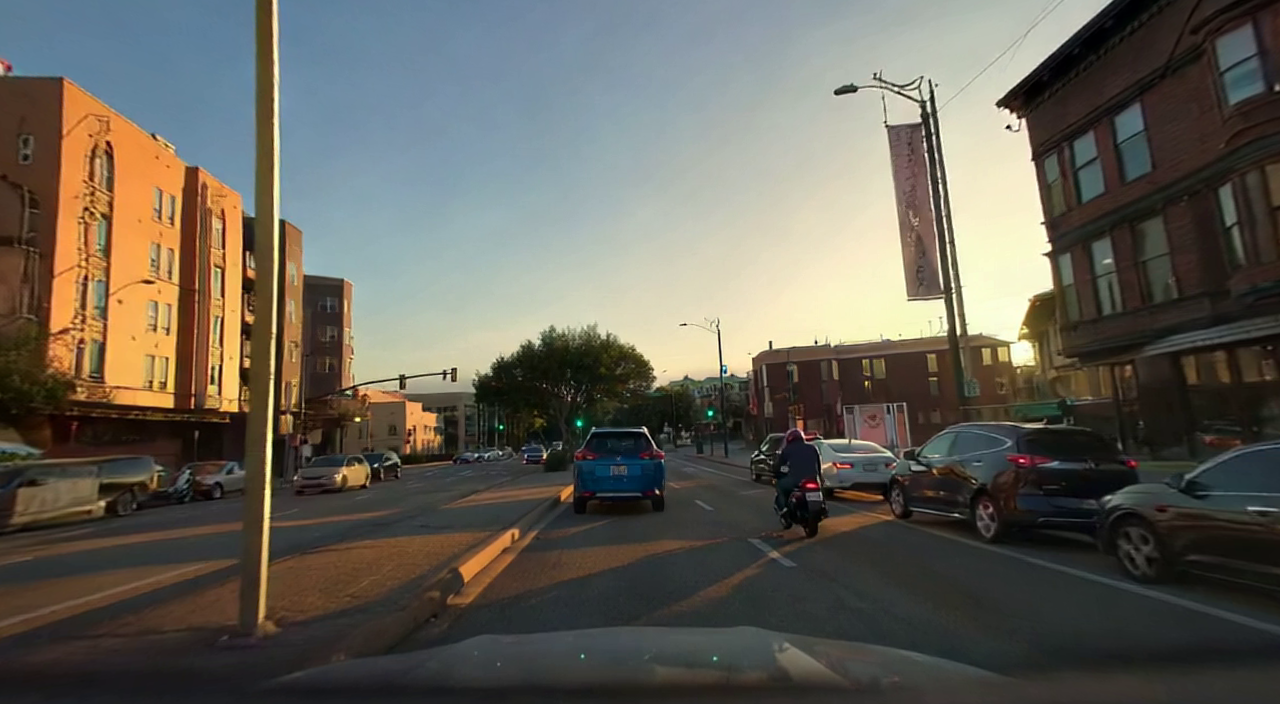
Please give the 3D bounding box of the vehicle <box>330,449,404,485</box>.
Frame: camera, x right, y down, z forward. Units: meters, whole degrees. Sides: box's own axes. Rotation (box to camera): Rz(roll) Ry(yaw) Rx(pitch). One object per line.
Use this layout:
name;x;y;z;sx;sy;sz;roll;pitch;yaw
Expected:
vehicle;-15.237;6.391;35.486;2.267;1.831;4.702;0;-9;-4

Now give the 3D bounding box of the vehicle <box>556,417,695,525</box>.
vehicle;-0.300;2.265;12.467;2.265;1.748;4.130;0;-9;-2

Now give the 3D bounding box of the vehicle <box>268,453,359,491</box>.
vehicle;-18.615;6.831;36.396;2.400;1.913;6.066;0;-9;-4

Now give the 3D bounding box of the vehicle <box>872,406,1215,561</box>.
vehicle;5.361;1.796;9.272;2.094;1.719;4.150;0;-9;-3

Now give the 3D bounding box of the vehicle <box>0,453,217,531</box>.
vehicle;-13.883;3.607;16.916;1.880;1.702;4.719;0;-9;-2

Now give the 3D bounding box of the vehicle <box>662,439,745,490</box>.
vehicle;1.976;3.704;21.193;2.101;1.507;4.355;0;-9;-3

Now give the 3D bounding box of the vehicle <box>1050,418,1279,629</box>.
vehicle;5.552;1.248;4.604;1.801;1.516;4.868;0;-9;0

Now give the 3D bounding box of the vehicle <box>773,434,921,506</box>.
vehicle;4.985;2.909;16.018;2.012;1.532;4.565;0;-9;-3
